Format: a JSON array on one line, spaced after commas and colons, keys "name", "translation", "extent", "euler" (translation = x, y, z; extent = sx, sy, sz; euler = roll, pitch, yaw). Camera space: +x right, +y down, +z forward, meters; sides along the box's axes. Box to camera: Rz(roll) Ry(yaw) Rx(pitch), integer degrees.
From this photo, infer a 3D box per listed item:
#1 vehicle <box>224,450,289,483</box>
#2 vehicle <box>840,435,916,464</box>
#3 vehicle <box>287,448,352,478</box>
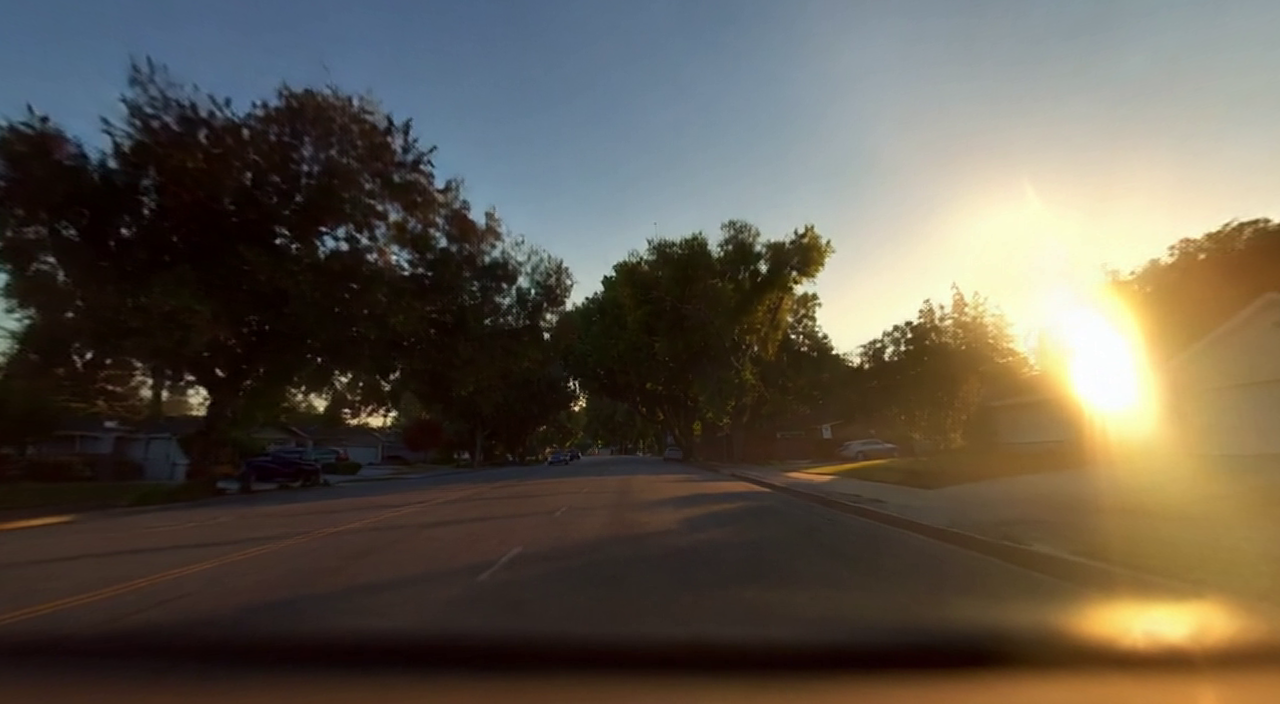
[{"name": "vehicle", "translation": [-22.628, 6.661, 37.228], "extent": [2.253, 1.768, 4.266], "euler": [7, -12, -43]}, {"name": "vehicle", "translation": [15.216, 6.256, 40.328], "extent": [4.362, 1.702, 2.333], "euler": [7, -12, -33]}, {"name": "vehicle", "translation": [-22.968, 7.861, 45.201], "extent": [5.429, 1.949, 2.437], "euler": [-9, -12, 44]}]
